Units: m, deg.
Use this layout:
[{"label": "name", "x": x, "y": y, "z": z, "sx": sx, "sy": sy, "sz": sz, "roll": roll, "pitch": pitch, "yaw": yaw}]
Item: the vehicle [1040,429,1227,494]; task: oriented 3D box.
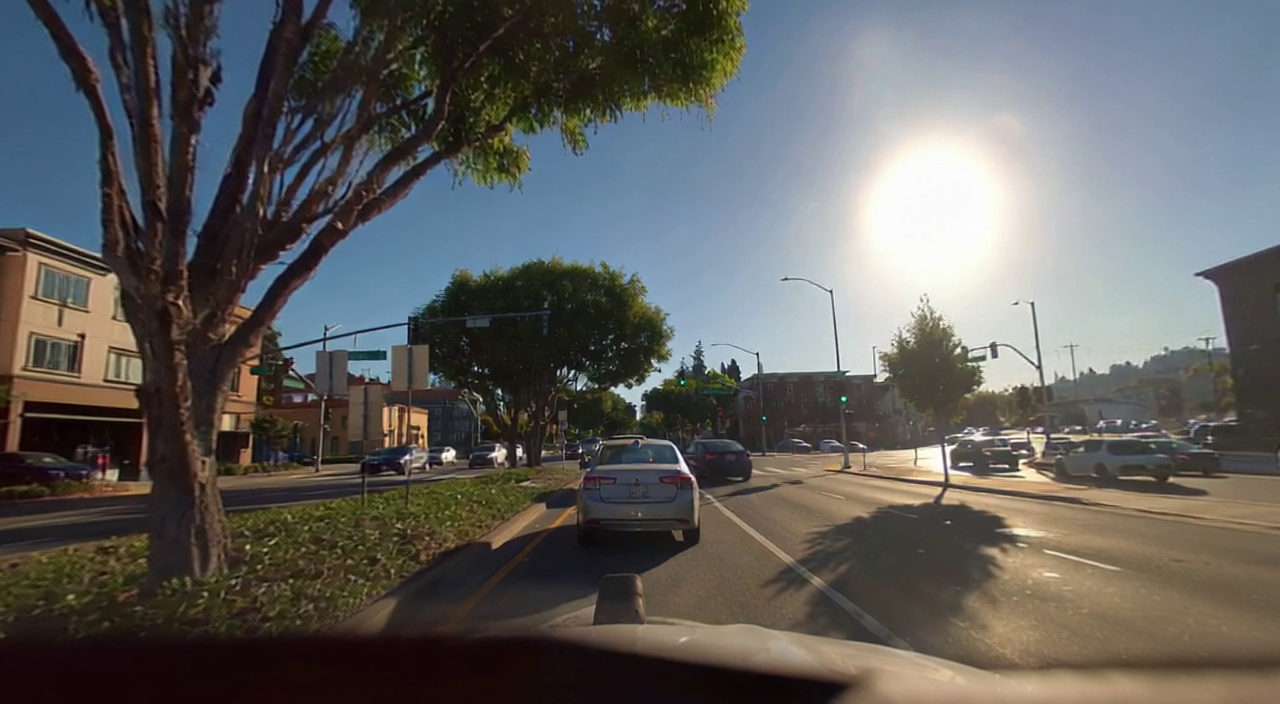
[{"label": "vehicle", "x": 13.076, "y": 2.919, "z": 17.060, "sx": 1.859, "sy": 1.525, "sz": 3.948, "roll": 0, "pitch": -9, "yaw": 1}]

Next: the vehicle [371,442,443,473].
[{"label": "vehicle", "x": -12.259, "y": 5.574, "z": 33.426, "sx": 2.125, "sy": 1.495, "sz": 4.308, "roll": 0, "pitch": -9, "yaw": 1}]

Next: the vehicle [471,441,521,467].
[{"label": "vehicle", "x": -8.798, "y": 6.245, "z": 38.759, "sx": 1.994, "sy": 1.474, "sz": 4.411, "roll": 0, "pitch": -9, "yaw": 0}]

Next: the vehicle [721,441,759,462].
[{"label": "vehicle", "x": 6.966, "y": 6.991, "z": 44.288, "sx": 1.932, "sy": 1.439, "sz": 4.159, "roll": 0, "pitch": -9, "yaw": -1}]

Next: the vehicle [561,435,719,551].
[{"label": "vehicle", "x": -0.107, "y": 2.110, "z": 10.155, "sx": 2.010, "sy": 1.447, "sz": 4.121, "roll": 0, "pitch": -9, "yaw": -3}]

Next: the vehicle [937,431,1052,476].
[{"label": "vehicle", "x": 13.068, "y": 3.773, "z": 23.501, "sx": 1.887, "sy": 1.504, "sz": 3.898, "roll": 0, "pitch": -9, "yaw": -2}]

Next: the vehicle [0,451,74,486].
[{"label": "vehicle", "x": -27.408, "y": 5.025, "z": 27.215, "sx": 1.773, "sy": 1.438, "sz": 4.268, "roll": 0, "pitch": -9, "yaw": 2}]
